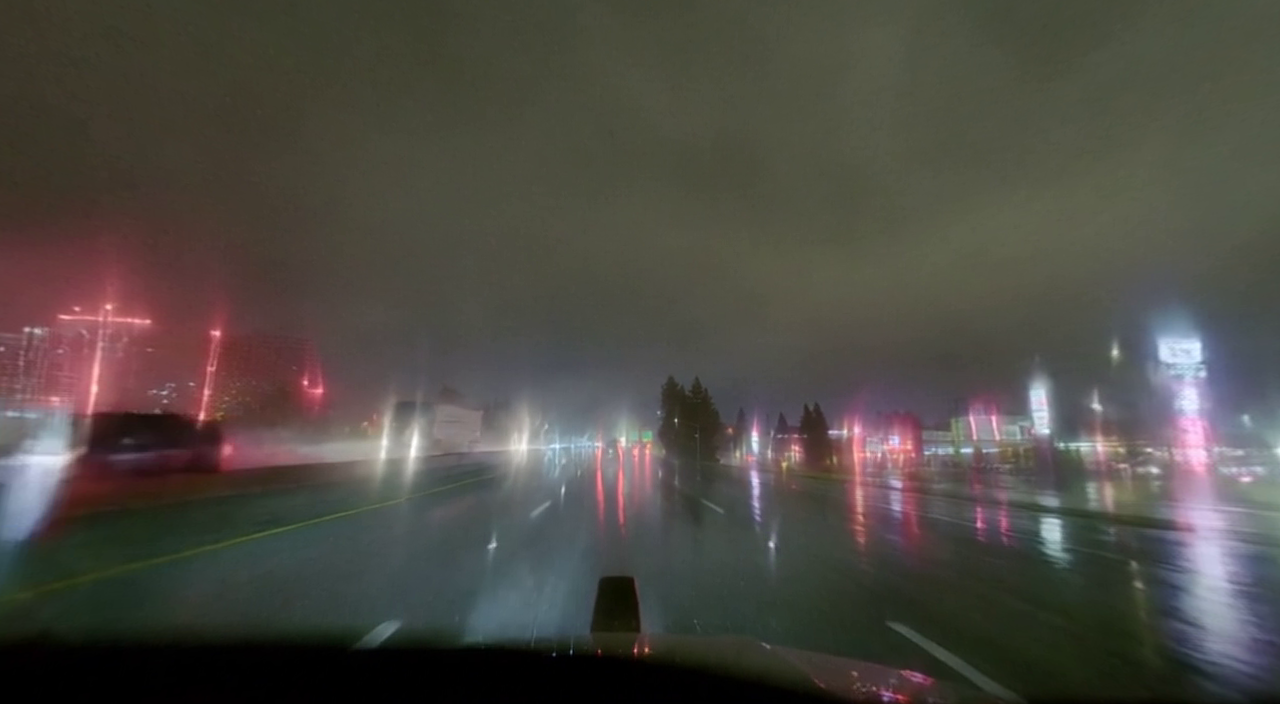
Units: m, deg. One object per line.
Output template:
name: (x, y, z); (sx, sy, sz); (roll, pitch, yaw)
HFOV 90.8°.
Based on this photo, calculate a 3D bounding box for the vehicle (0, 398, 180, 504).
vehicle: (-11.424, 1.832, 11.783); (2.089, 1.685, 4.849); (0, -9, -1)

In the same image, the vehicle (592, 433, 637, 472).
vehicle: (-1.363, 5.262, 33.095); (2.155, 1.856, 4.796); (1, -9, -3)

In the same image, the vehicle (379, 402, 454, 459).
vehicle: (-17.036, 6.162, 48.854); (3.062, 4.003, 8.152); (1, -9, -2)
